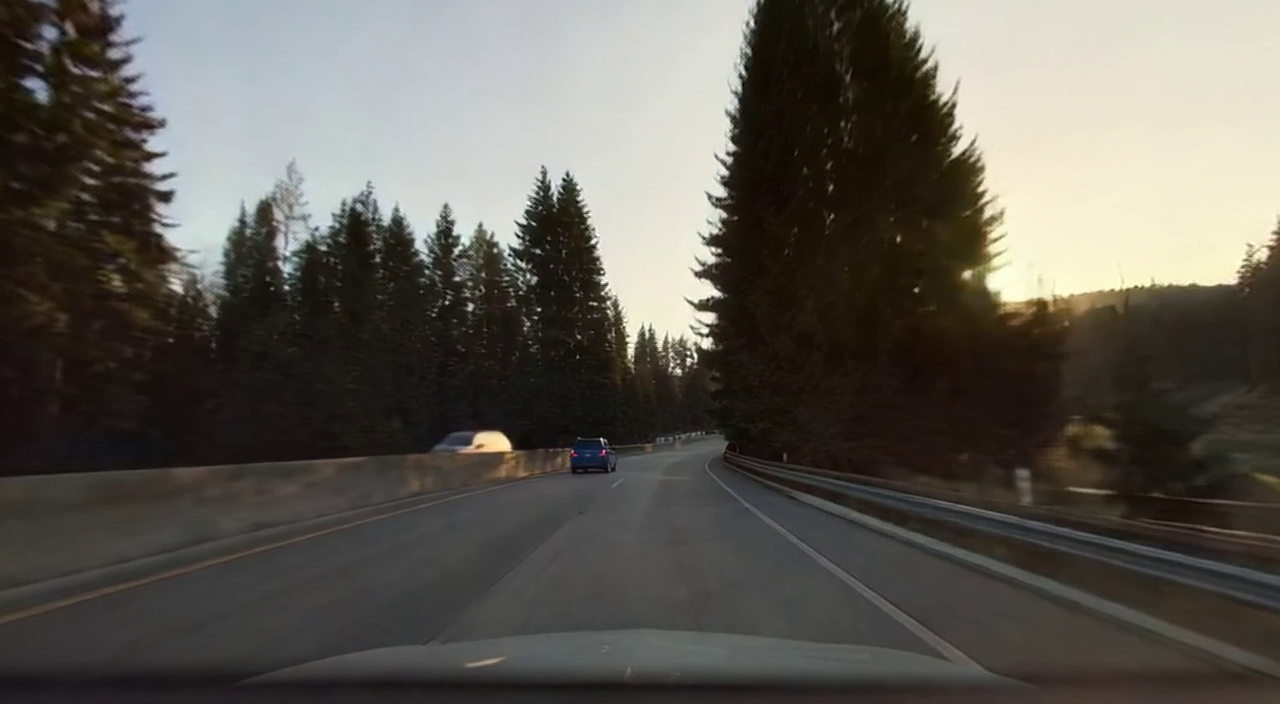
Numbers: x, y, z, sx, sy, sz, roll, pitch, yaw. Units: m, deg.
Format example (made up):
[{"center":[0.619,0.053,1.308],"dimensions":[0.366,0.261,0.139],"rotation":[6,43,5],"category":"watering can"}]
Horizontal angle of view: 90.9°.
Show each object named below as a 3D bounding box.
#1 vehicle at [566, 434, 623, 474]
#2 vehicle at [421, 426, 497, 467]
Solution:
[{"center":[-2.049,4.779,29.767],"dimensions":[2.005,1.752,4.479],"rotation":[-1,-8,5],"category":"vehicle"},{"center":[-11.326,5.999,40.130],"dimensions":[2.301,2.350,6.995],"rotation":[-1,-8,4],"category":"vehicle"}]
